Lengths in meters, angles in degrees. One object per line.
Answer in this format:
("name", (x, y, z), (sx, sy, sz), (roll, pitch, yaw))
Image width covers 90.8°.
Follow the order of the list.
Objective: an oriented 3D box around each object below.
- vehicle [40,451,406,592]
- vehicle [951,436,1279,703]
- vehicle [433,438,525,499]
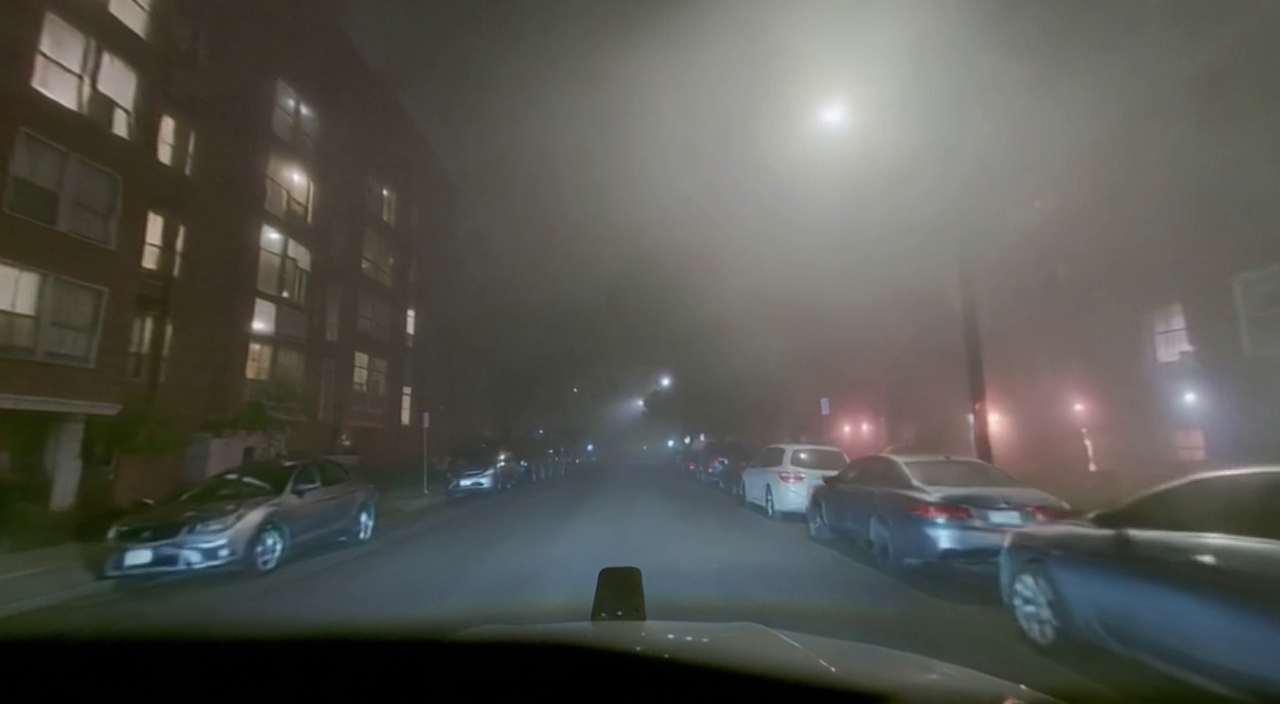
("vehicle", (-5.255, 2.157, 8.977), (2.080, 1.458, 4.511), (0, -9, 0))
("vehicle", (3.643, 1.135, 2.898), (1.881, 1.460, 4.737), (0, -9, -2))
("vehicle", (-5.484, 4.037, 22.213), (2.069, 1.881, 4.697), (0, -9, -1))
